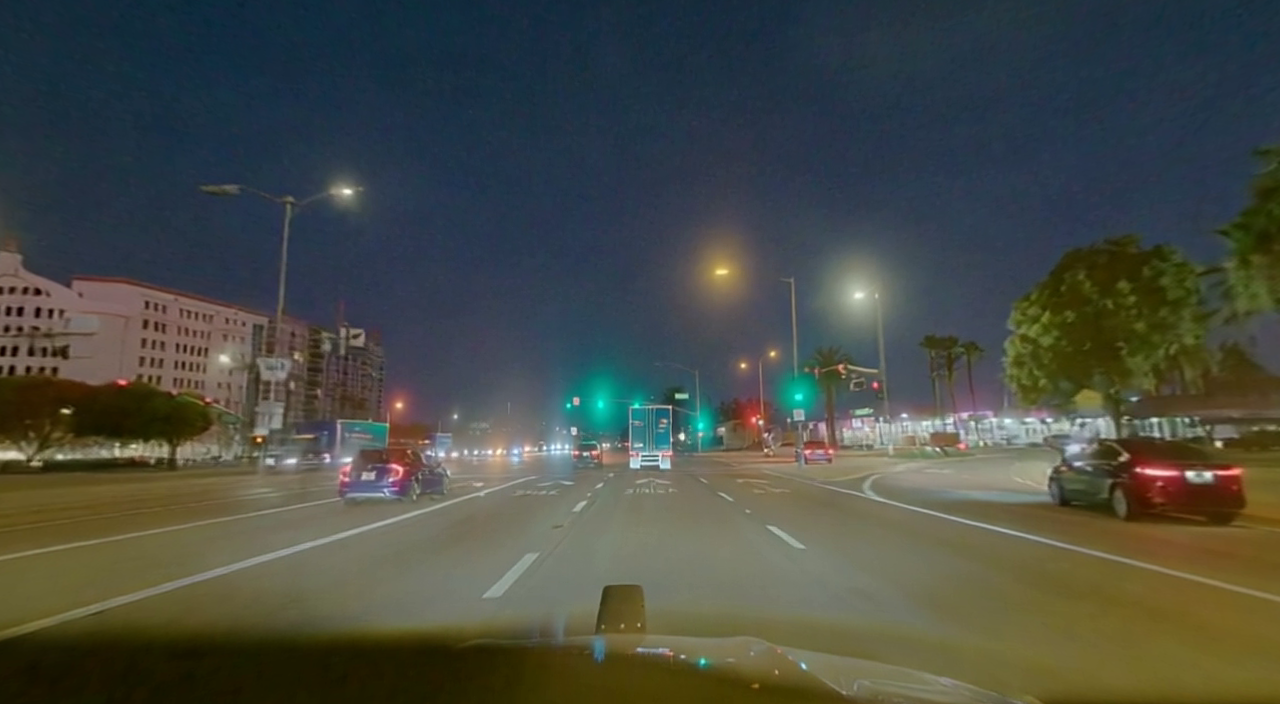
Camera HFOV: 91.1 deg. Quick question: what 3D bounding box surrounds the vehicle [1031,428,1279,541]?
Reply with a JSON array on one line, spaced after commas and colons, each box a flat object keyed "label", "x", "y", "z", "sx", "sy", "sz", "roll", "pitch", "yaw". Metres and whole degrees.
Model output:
[{"label": "vehicle", "x": 8.879, "y": 2.112, "z": 10.713, "sx": 1.961, "sy": 1.502, "sz": 4.541, "roll": -1, "pitch": -9, "yaw": 8}]

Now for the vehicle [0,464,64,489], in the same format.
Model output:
[{"label": "vehicle", "x": -44.867, "y": 8.946, "z": 45.240, "sx": 4.653, "sy": 1.744, "sz": 2.183, "roll": -1, "pitch": -9, "yaw": 5}]

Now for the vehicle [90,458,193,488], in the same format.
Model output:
[{"label": "vehicle", "x": -27.833, "y": 6.741, "z": 35.275, "sx": 1.969, "sy": 1.487, "sz": 4.512, "roll": 0, "pitch": -8, "yaw": 1}]

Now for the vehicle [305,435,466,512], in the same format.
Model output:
[{"label": "vehicle", "x": -6.072, "y": 2.936, "z": 15.746, "sx": 2.045, "sy": 1.630, "sz": 4.680, "roll": 0, "pitch": -8, "yaw": 0}]

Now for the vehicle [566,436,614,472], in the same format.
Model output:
[{"label": "vehicle", "x": -2.718, "y": 5.680, "z": 35.079, "sx": 2.178, "sy": 1.826, "sz": 4.933, "roll": 0, "pitch": -8, "yaw": 1}]

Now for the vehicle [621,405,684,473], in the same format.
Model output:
[{"label": "vehicle", "x": 0.681, "y": 4.663, "z": 33.519, "sx": 2.993, "sy": 3.235, "sz": 6.692, "roll": 0, "pitch": -8, "yaw": 1}]
